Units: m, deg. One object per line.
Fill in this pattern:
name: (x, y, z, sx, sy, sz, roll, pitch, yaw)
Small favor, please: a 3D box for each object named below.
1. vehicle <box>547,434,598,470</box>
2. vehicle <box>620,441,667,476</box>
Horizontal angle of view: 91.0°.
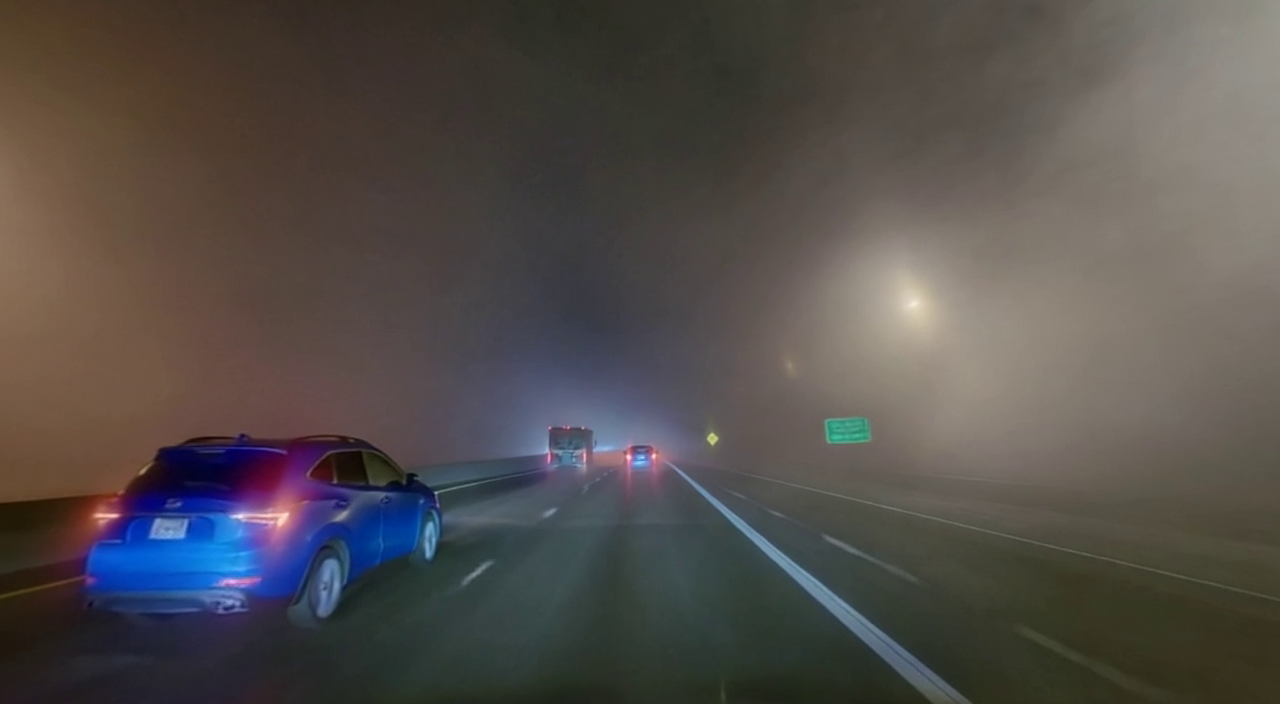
vehicle: (-3.730, 5.681, 35.880, 2.264, 1.901, 4.647, 0, -9, 2)
vehicle: (0.179, 5.054, 30.165, 2.086, 1.548, 4.325, 0, -9, 1)
